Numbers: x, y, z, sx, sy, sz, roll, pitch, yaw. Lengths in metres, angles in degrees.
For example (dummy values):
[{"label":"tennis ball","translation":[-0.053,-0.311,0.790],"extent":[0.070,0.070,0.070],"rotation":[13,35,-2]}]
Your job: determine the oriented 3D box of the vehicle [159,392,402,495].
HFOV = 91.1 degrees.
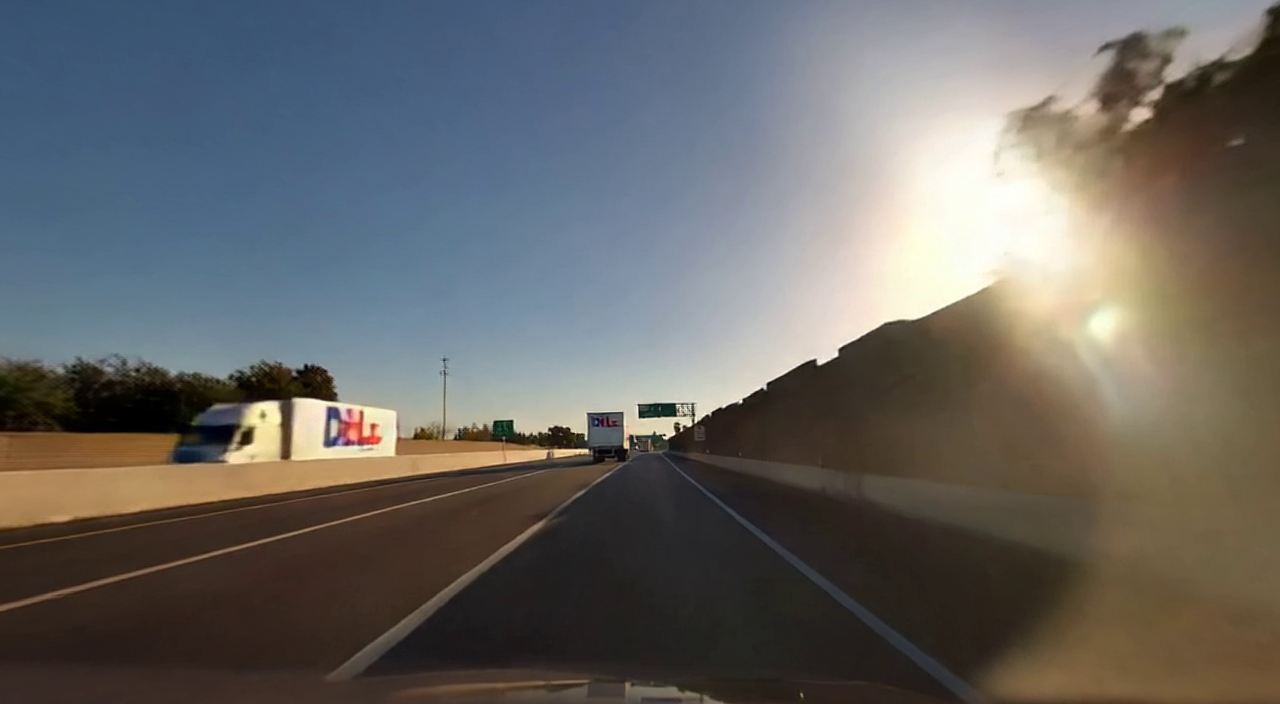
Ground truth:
[{"label":"vehicle","translation":[-17.567,4.684,33.624],"extent":[3.102,4.025,16.974],"rotation":[1,-7,0]}]
